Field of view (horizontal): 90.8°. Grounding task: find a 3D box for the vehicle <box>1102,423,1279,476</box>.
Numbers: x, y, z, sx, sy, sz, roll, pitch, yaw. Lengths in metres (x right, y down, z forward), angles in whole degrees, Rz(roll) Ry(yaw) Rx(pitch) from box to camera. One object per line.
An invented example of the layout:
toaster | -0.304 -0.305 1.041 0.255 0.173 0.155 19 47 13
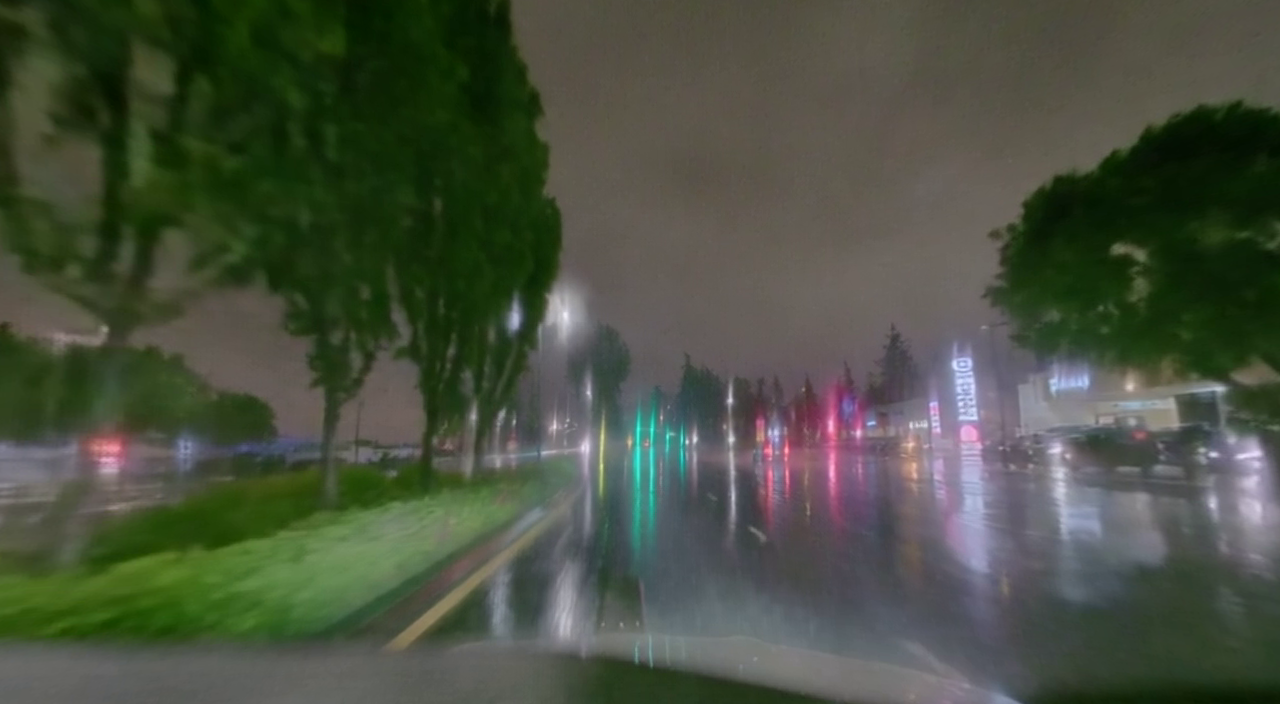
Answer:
vehicle | 20.429 3.529 22.896 5.462 1.785 2.323 0 -9 1

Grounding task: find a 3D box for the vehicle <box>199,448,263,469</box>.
vehicle | -31.245 8.113 48.423 1.863 1.525 4.518 0 -9 0
